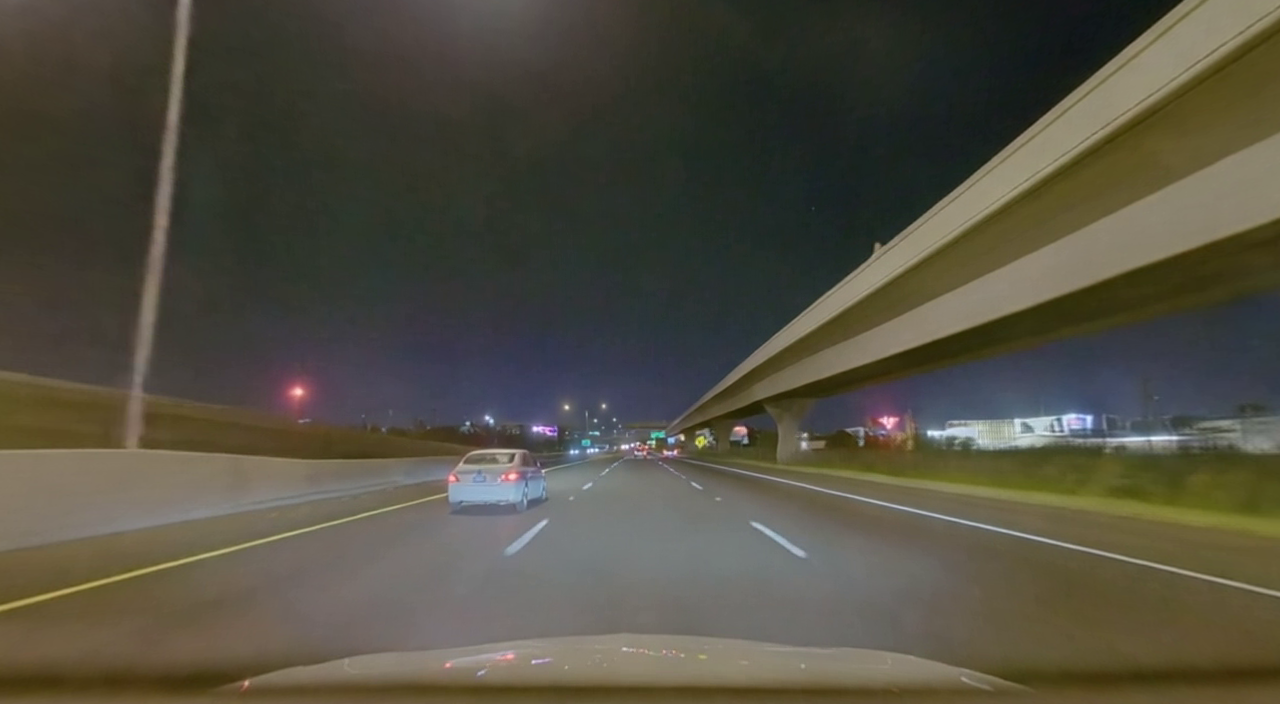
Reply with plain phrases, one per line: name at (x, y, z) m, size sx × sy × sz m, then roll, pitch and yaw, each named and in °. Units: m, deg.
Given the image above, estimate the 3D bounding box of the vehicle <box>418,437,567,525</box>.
vehicle at (-2.911, 2.659, 13.648) m, size 2.029 × 1.557 × 4.570 m, roll 0°, pitch -9°, yaw 1°
